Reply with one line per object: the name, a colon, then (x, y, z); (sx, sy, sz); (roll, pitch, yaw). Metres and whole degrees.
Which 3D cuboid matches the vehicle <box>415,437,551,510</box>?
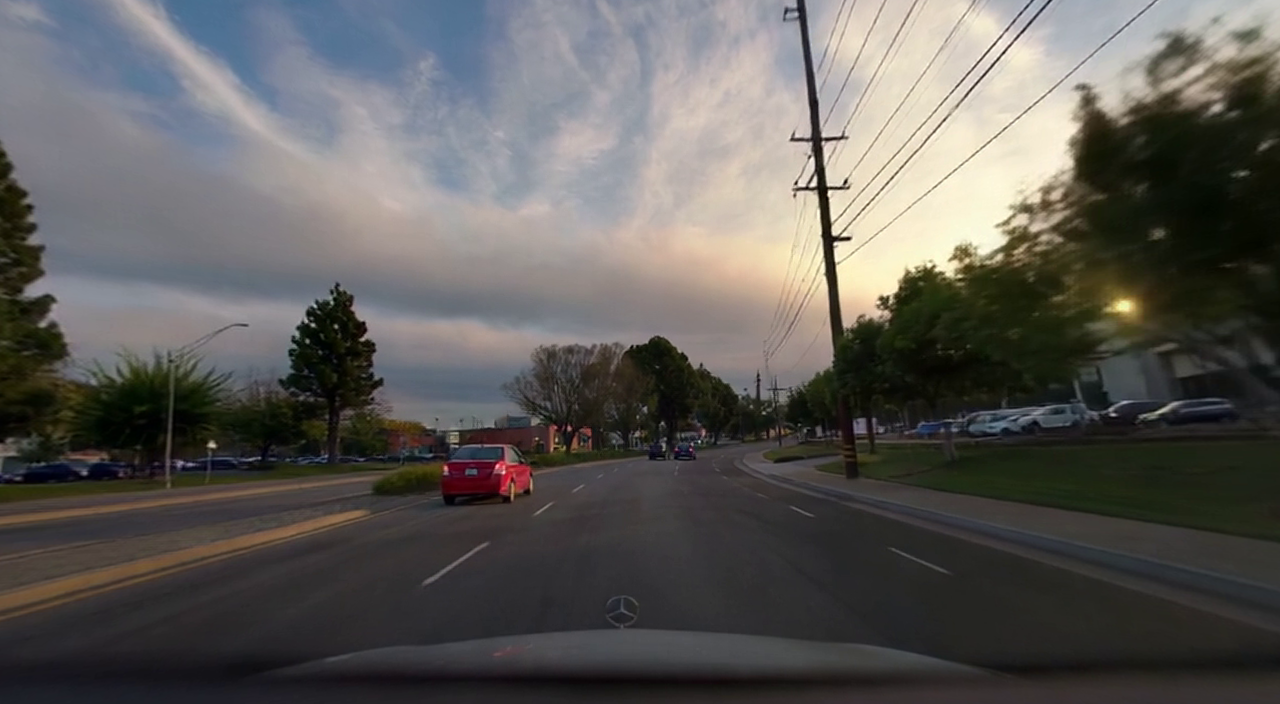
vehicle: (-3.587, 2.860, 15.418); (1.928, 1.488, 4.635); (-1, -8, 3)
